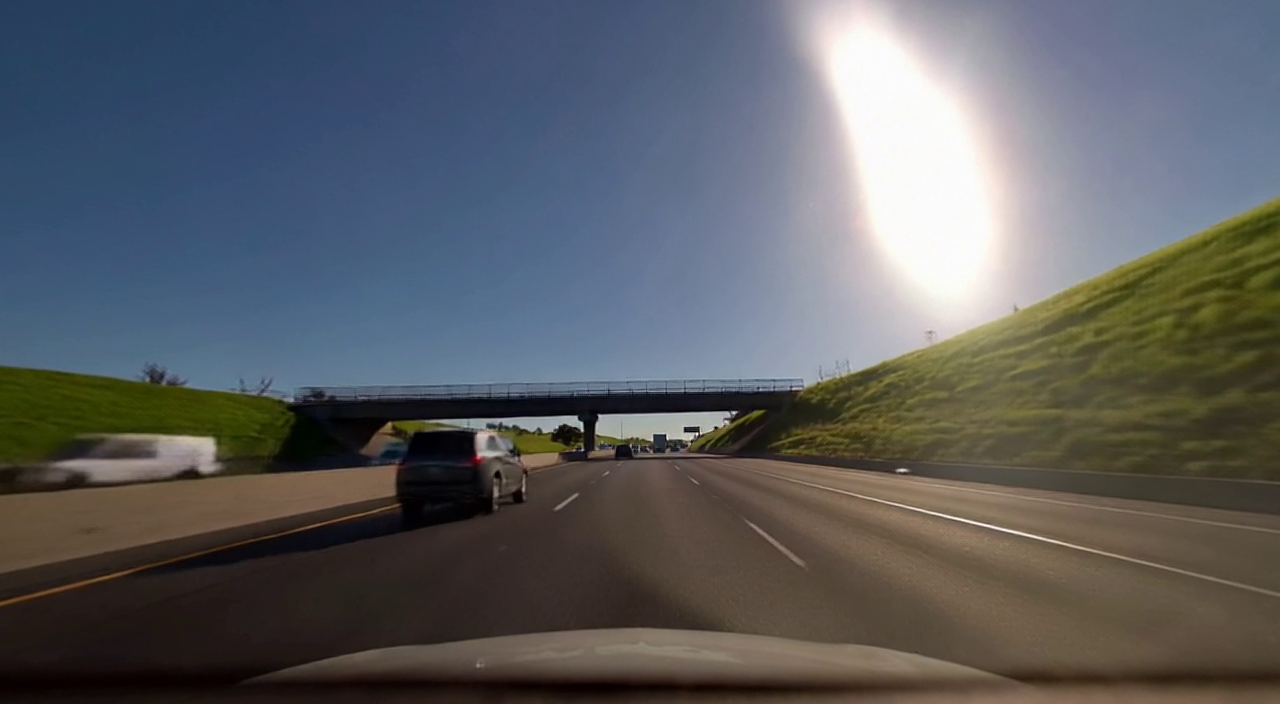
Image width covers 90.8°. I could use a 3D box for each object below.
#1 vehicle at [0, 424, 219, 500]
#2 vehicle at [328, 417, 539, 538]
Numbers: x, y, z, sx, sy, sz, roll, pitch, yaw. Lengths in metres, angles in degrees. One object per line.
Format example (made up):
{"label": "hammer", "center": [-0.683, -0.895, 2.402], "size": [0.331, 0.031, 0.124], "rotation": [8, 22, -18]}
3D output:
{"label": "vehicle", "center": [-14.900, 3.089, 18.027], "size": [2.078, 1.841, 5.188], "rotation": [0, -9, 1]}
{"label": "vehicle", "center": [-3.356, 2.166, 11.436], "size": [2.181, 1.730, 4.517], "rotation": [0, -9, 1]}
